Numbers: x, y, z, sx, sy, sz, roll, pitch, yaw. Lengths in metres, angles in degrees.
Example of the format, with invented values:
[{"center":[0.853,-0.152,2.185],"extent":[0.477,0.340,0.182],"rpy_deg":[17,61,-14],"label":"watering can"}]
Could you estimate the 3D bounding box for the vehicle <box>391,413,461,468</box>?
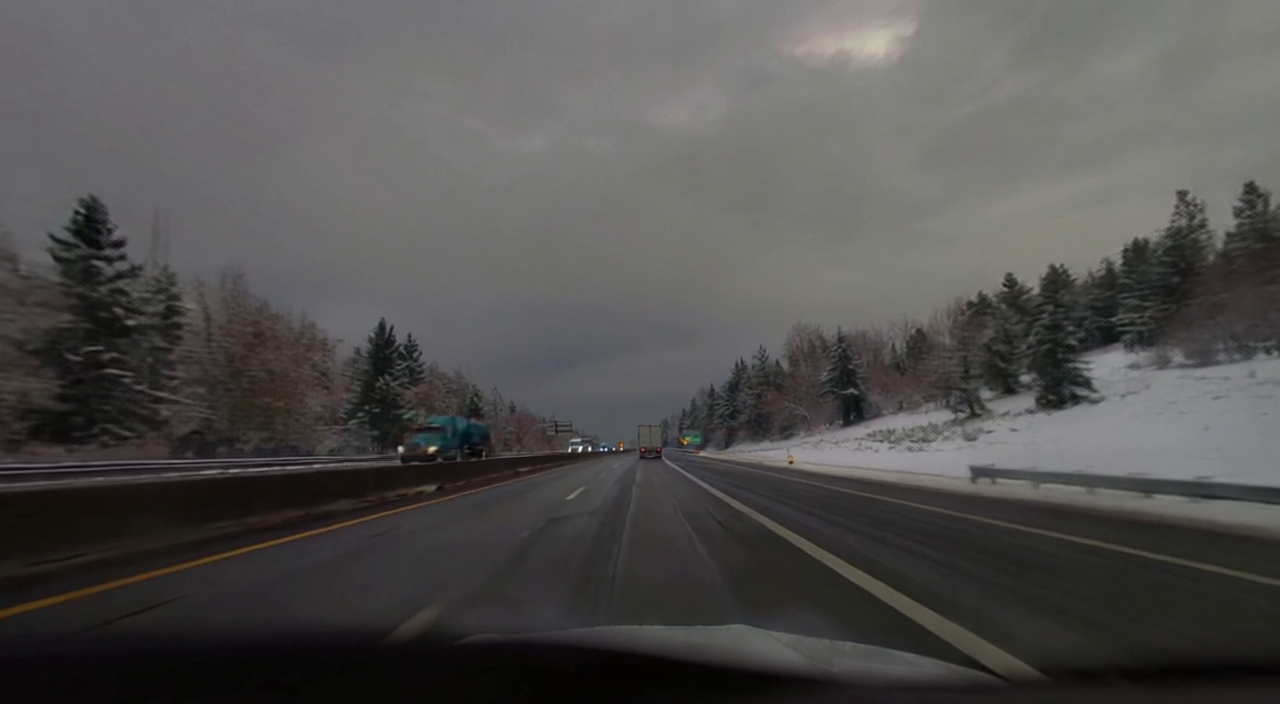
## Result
[{"center":[-16.061,6.742,47.562],"extent":[2.997,3.843,5.945],"rpy_deg":[-1,-9,1],"label":"vehicle"}]
